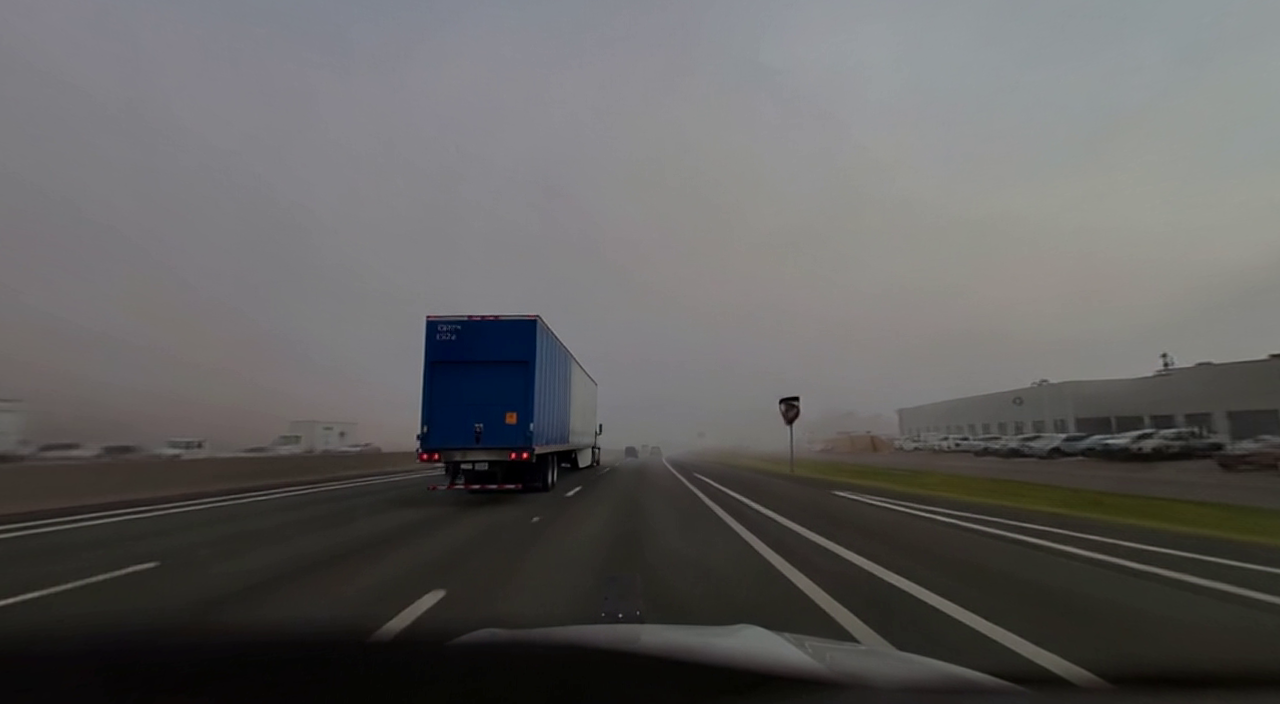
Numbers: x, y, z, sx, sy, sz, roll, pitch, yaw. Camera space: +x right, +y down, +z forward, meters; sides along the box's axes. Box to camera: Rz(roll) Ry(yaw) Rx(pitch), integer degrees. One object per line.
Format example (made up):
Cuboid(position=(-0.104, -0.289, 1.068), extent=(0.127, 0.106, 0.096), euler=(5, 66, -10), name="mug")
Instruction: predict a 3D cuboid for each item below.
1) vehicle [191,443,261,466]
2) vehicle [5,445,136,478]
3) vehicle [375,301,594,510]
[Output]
Cuboid(position=(-31.465, 7.784, 48.161), extent=(1.950, 1.673, 4.792), euler=(0, -8, 1), name="vehicle")
Cuboid(position=(-27.661, 5.302, 30.950), extent=(1.911, 1.505, 4.787), euler=(0, -8, 1), name="vehicle")
Cuboid(position=(-3.620, 2.191, 20.569), extent=(2.939, 4.132, 16.303), euler=(0, -8, 0), name="vehicle")
